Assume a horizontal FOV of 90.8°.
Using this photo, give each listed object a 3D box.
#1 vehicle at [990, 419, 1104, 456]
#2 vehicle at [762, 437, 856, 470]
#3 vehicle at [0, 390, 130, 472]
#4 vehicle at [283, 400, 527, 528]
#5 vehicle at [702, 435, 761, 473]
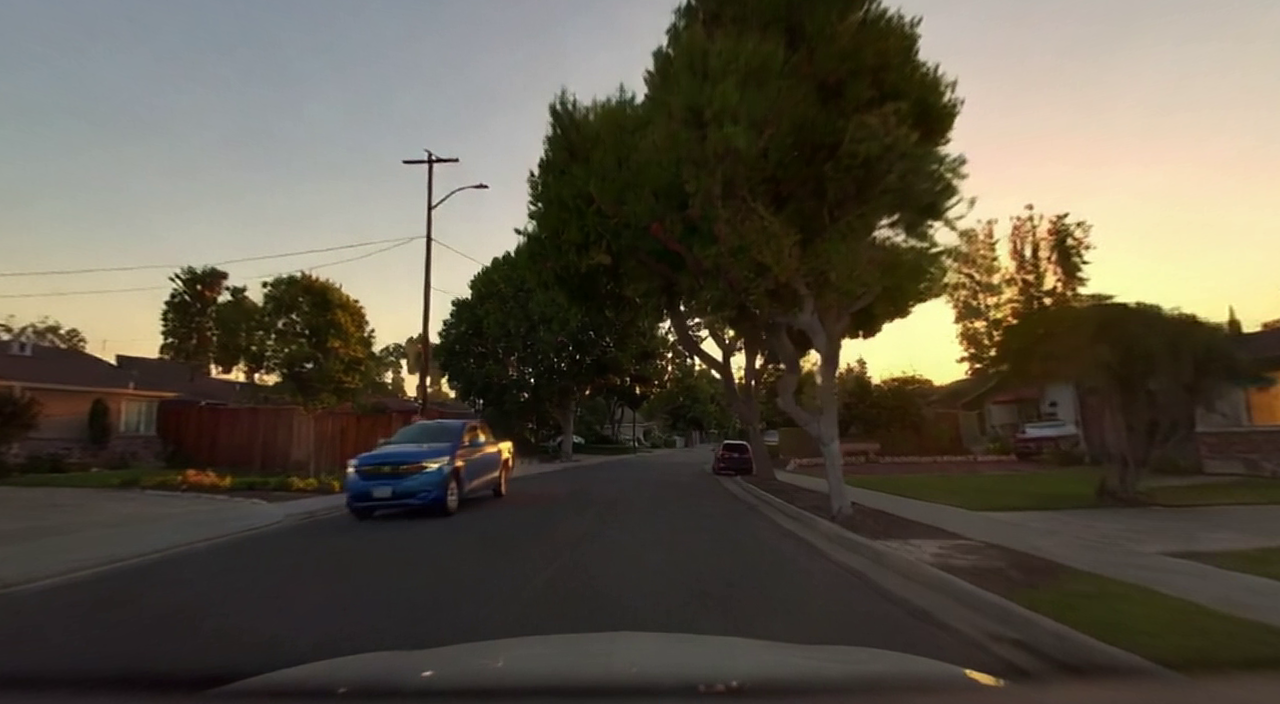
[{"bbox_3d":[18.566,3.921,29.023,3.903,1.592,1.921,-1,-7,14],"label":"vehicle"},{"bbox_3d":[8.319,4.994,31.361,4.057,1.483,1.828,0,-7,-4],"label":"vehicle"},{"bbox_3d":[-21.111,2.798,22.341,4.119,2.697,2.226,-1,-7,2],"label":"vehicle"},{"bbox_3d":[-4.337,2.285,13.504,2.274,2.008,6.986,0,-9,2],"label":"vehicle"},{"bbox_3d":[4.261,4.845,30.167,2.051,1.676,4.497,0,-9,-1],"label":"vehicle"}]
